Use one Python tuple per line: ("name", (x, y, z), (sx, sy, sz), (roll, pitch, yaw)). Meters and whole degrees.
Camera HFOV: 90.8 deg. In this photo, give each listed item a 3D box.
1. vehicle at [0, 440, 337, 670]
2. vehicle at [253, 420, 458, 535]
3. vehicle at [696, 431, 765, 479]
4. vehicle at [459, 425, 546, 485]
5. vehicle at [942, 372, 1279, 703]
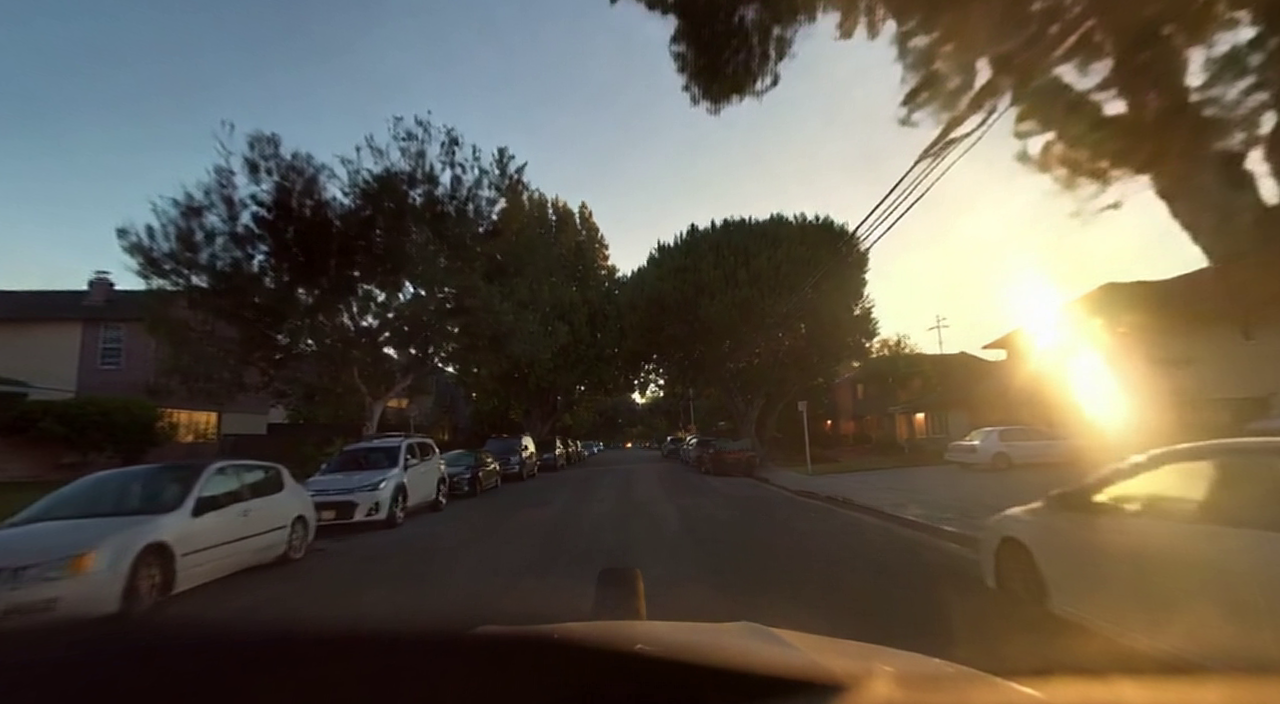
("vehicle", (-4.951, 1.650, 6.360), (1.901, 1.486, 4.422), (1, -8, -5))
("vehicle", (-5.305, 2.380, 12.687), (2.042, 1.850, 4.758), (0, -8, -2))
("vehicle", (3.511, 4.102, 25.421), (1.994, 1.710, 4.699), (0, -8, -1))
("vehicle", (-5.304, 4.054, 25.234), (2.390, 2.123, 5.371), (0, -8, -1))
("vehicle", (3.784, 1.004, 3.327), (1.989, 1.652, 4.662), (0, -8, -1))
